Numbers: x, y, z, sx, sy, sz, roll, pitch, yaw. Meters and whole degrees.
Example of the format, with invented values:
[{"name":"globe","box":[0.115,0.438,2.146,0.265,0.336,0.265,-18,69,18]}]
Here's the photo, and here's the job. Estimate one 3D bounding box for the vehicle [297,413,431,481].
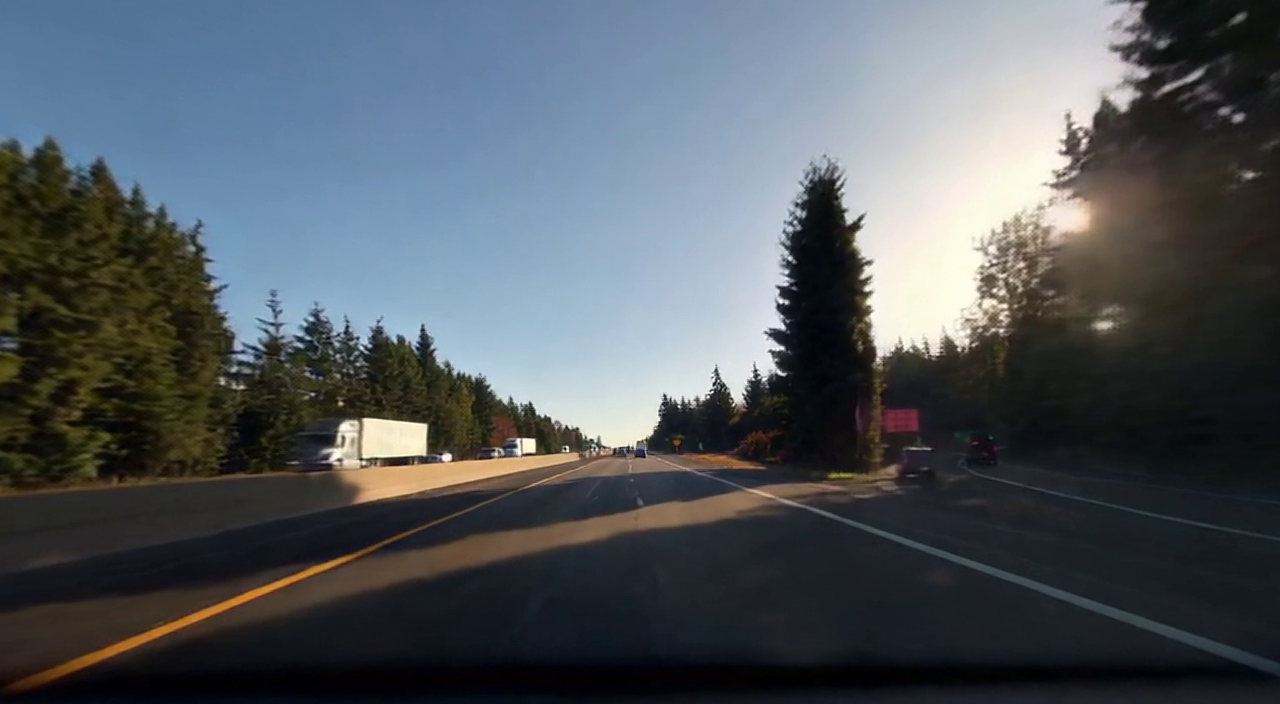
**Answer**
[{"name":"vehicle","box":[-20.665,7.432,49.329,2.936,4.356,16.937,0,-9,0]}]
